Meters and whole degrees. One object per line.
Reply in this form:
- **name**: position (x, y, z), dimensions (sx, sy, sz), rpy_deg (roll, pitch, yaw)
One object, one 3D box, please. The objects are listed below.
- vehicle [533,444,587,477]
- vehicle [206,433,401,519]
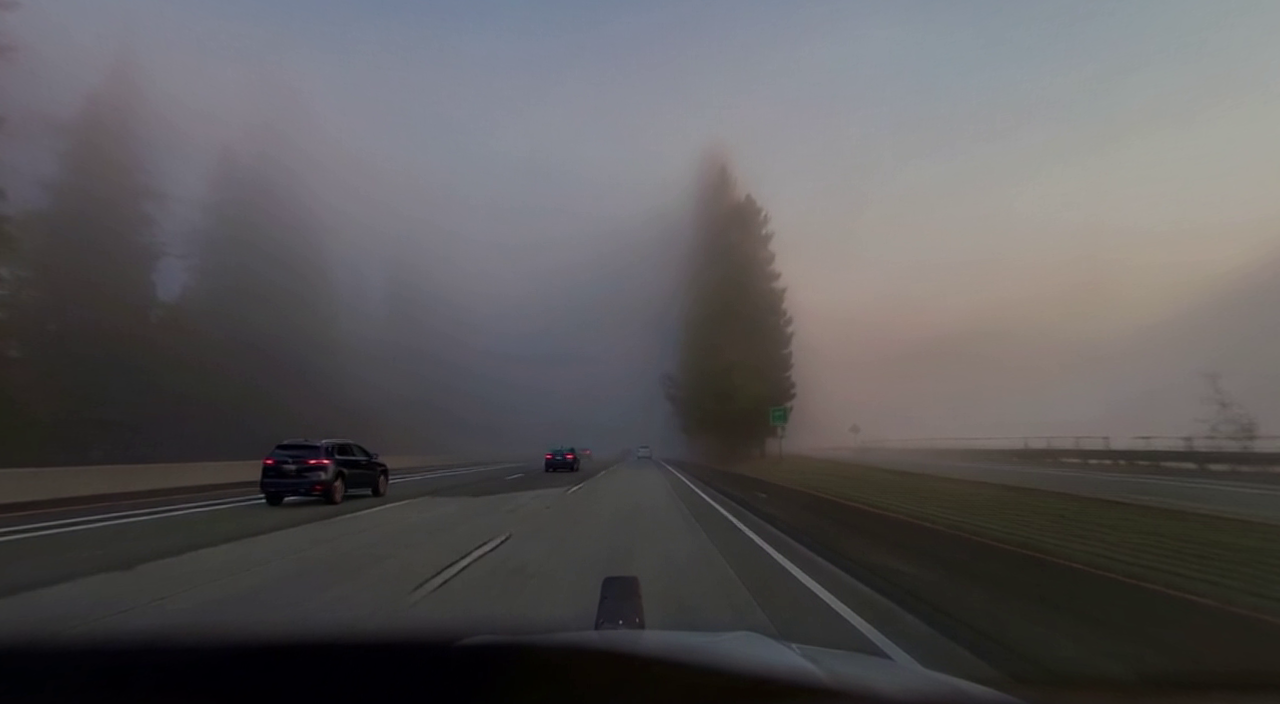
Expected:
- **vehicle**: position (-4.006, 5.519, 32.322), dimensions (2.104, 1.558, 4.639), rpy_deg (0, -9, 1)
- **vehicle**: position (-7.222, 2.681, 14.144), dimensions (2.007, 1.616, 4.141), rpy_deg (0, -9, 1)
